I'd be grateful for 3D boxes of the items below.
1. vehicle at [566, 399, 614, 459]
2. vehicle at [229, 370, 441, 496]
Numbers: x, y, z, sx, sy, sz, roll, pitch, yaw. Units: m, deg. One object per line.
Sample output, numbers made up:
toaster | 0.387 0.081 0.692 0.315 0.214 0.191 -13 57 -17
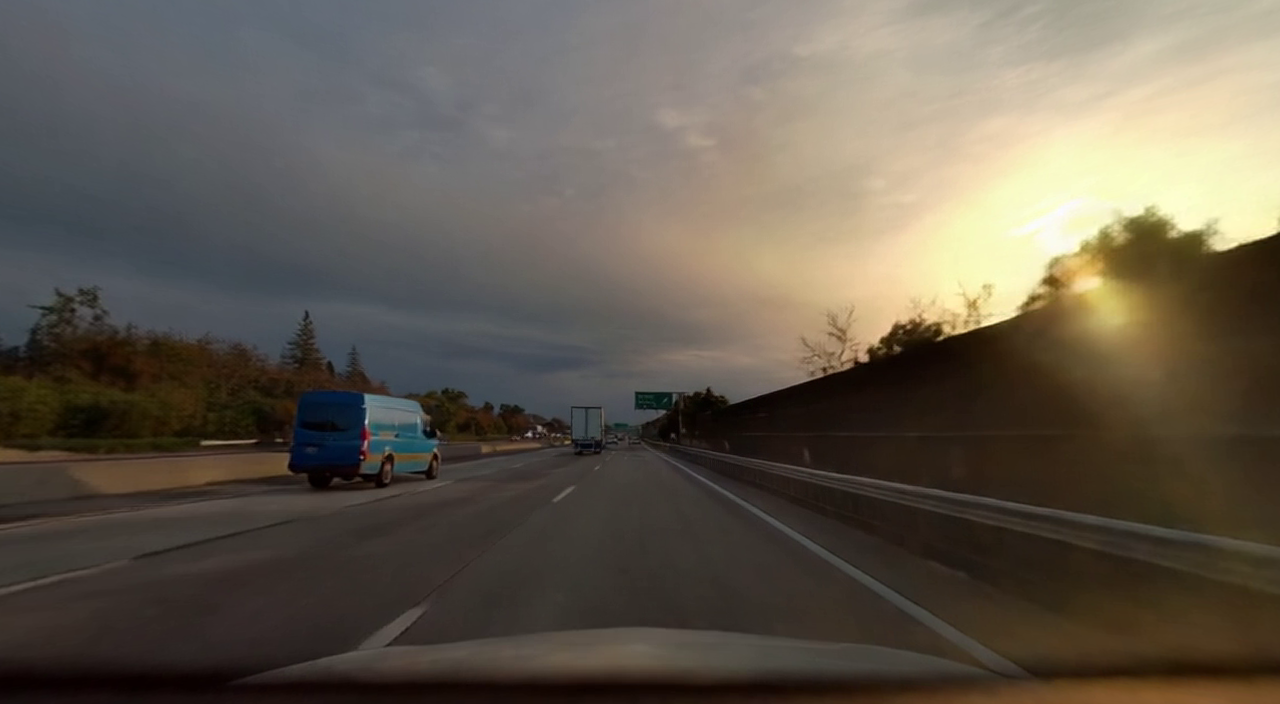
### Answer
vehicle | -3.701 6.019 48.840 3.173 4.185 8.360 0 -8 -1
vehicle | -7.864 2.253 17.490 2.396 2.763 6.935 0 -8 0
